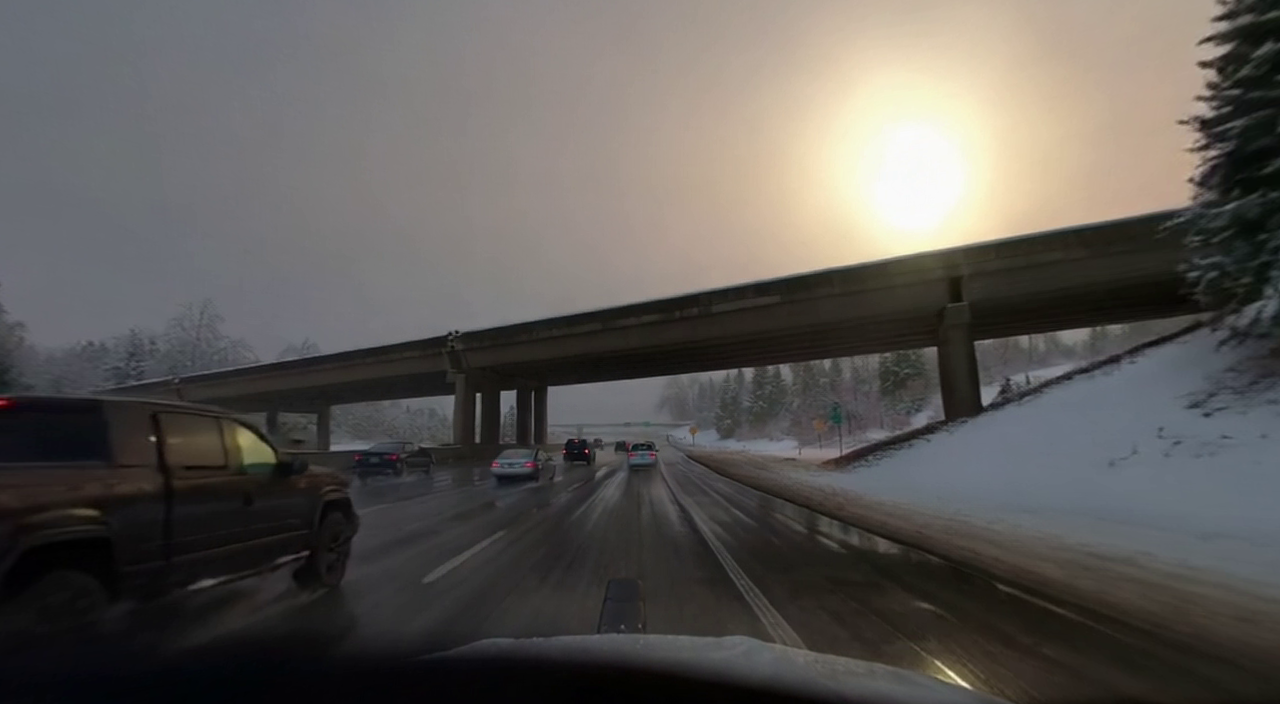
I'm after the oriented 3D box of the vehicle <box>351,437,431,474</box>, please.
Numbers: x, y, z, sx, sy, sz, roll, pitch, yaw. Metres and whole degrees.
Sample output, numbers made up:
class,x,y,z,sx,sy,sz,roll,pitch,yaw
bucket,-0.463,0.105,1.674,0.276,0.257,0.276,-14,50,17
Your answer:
class,x,y,z,sx,sy,sz,roll,pitch,yaw
vehicle,-11.745,4.889,29.960,1.954,1.640,4.339,0,-8,1

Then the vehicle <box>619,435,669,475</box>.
class,x,y,z,sx,sy,sz,roll,pitch,yaw
vehicle,0.198,4.759,29.276,2.160,1.678,4.178,0,-8,0

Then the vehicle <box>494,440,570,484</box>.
class,x,y,z,sx,sy,sz,roll,pitch,yaw
vehicle,-3.912,4.064,23.631,1.997,1.490,4.471,0,-8,1

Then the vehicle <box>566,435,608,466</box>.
class,x,y,z,sx,sy,sz,roll,pitch,yaw
vehicle,-3.367,6.357,40.786,2.237,1.841,4.683,0,-8,1

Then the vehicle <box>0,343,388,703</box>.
class,x,y,z,sx,sy,sz,roll,pitch,yaw
vehicle,-3.746,1.092,4.296,2.161,1.759,4.482,0,-8,0
